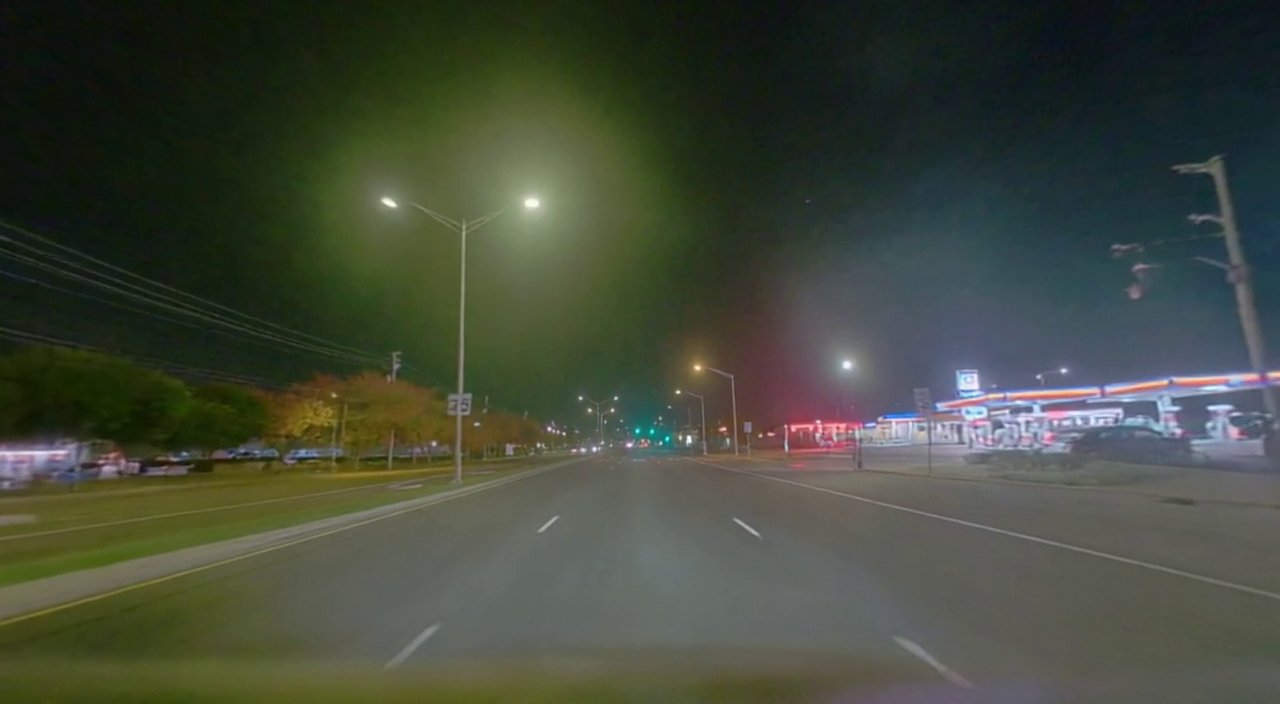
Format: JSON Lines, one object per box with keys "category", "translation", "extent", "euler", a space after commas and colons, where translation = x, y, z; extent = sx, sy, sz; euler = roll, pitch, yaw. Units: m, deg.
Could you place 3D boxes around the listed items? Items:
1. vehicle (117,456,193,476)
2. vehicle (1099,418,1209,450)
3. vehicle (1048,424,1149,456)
{"category": "vehicle", "translation": [-35.346, 8.305, 46.104], "extent": [4.209, 1.441, 1.793], "euler": [-1, -9, 5]}
{"category": "vehicle", "translation": [25.730, 4.179, 31.853], "extent": [1.870, 1.467, 4.401], "euler": [0, -8, 1]}
{"category": "vehicle", "translation": [23.066, 4.527, 32.027], "extent": [1.747, 1.371, 4.368], "euler": [-3, -10, 0]}
